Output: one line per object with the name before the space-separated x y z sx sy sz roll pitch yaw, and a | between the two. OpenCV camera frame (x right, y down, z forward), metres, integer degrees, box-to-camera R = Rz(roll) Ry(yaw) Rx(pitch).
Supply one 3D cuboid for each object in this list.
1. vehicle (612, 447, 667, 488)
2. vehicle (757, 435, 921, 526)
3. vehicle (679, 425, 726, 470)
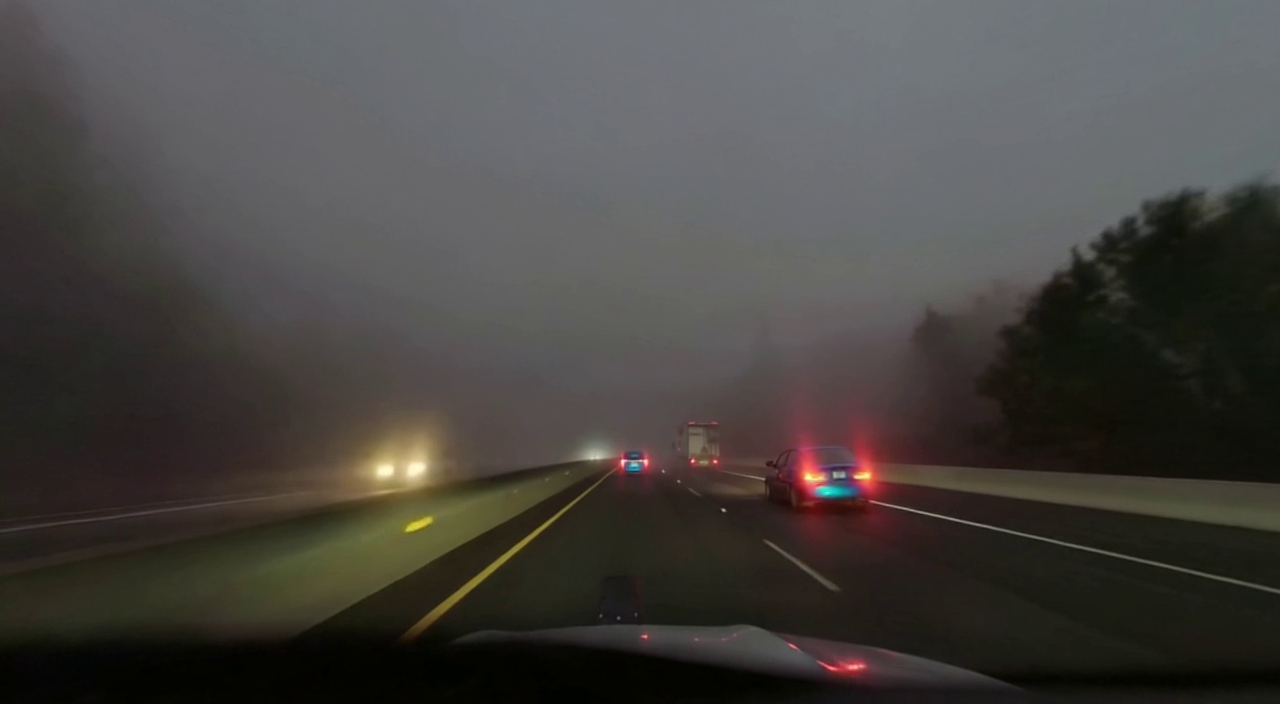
vehicle | -0.030 4.689 25.726 2.066 1.490 3.759 0 -9 -1
vehicle | 3.806 2.533 12.870 1.953 1.540 4.101 0 -9 -1
vehicle | 4.658 7.389 48.433 2.791 3.201 7.145 0 -9 -1
